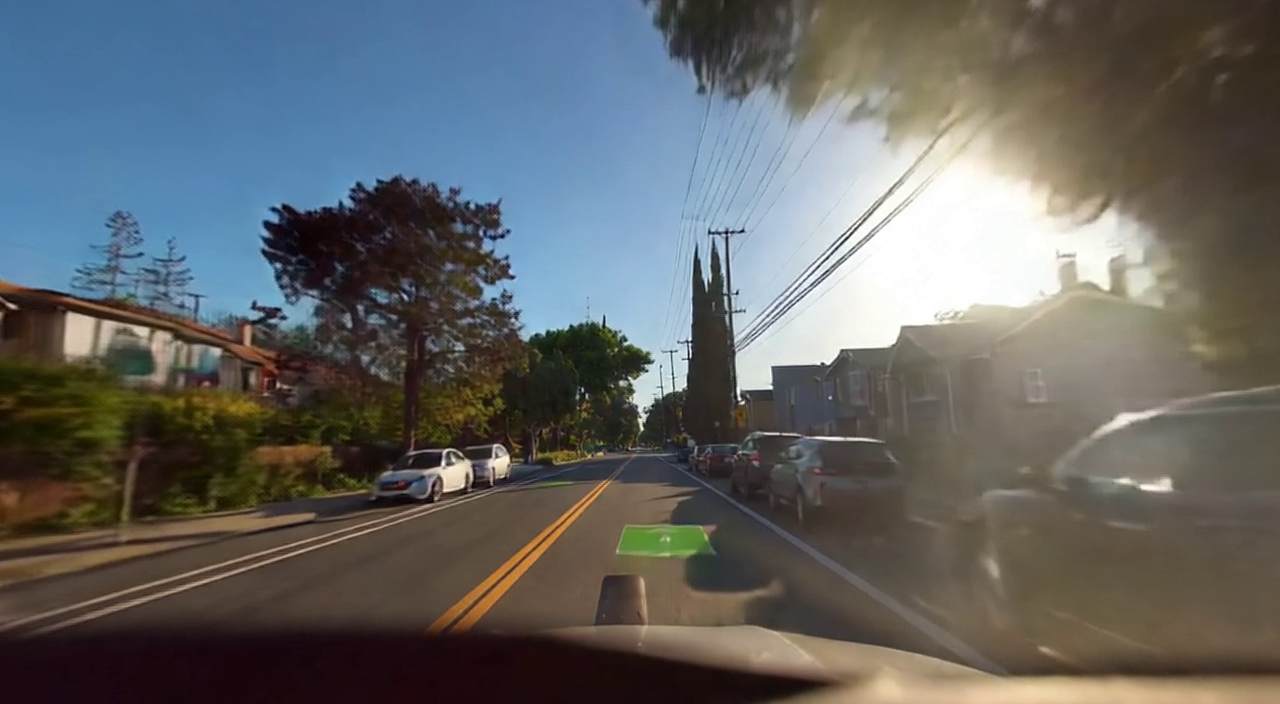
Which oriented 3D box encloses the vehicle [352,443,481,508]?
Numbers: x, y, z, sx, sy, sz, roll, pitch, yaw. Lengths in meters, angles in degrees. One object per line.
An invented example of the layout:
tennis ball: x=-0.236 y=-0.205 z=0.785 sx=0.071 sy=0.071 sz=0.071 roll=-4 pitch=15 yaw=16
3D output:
vehicle: x=-6.442 y=3.583 z=18.909 sx=2.084 sy=1.573 sz=4.599 roll=-2 pitch=-7 yaw=2

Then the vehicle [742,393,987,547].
vehicle: x=3.480 y=2.007 z=11.387 sx=2.407 sy=2.069 sz=5.577 roll=0 pitch=-8 yaw=1

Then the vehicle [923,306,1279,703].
vehicle: x=3.392 y=0.819 z=2.674 sx=2.142 sy=1.840 sz=4.771 roll=0 pitch=-8 yaw=0
